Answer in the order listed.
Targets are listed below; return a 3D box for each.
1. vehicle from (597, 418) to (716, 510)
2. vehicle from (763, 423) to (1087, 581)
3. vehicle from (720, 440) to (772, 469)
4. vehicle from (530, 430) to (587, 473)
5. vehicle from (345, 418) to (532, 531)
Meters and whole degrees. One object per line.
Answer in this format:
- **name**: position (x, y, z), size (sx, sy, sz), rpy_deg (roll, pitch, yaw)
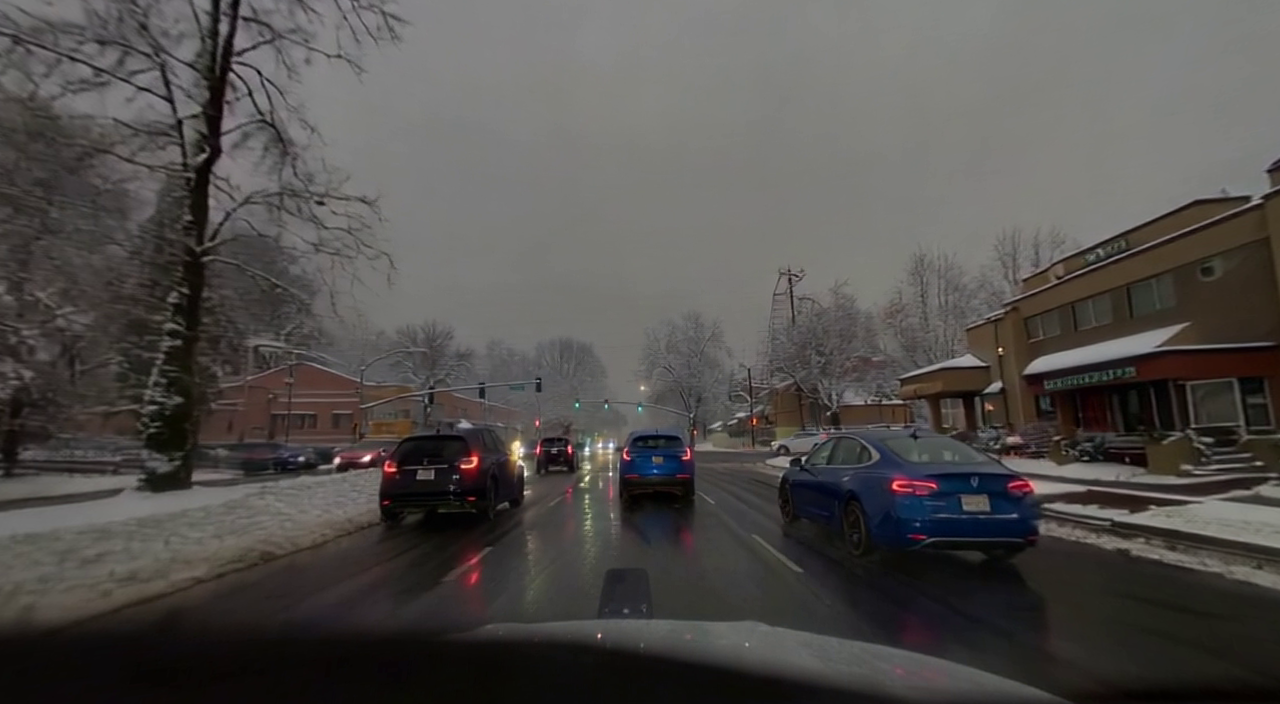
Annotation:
- **vehicle**: position (0.200, 2.479, 14.363), size (2.280, 1.747, 4.361), rpy_deg (0, -8, -3)
- **vehicle**: position (3.190, 1.775, 8.378), size (2.017, 1.491, 4.611), rpy_deg (0, -8, -2)
- **vehicle**: position (5.795, 5.686, 35.098), size (2.010, 1.486, 4.498), rpy_deg (0, -8, -1)
- **vehicle**: position (-3.602, 4.490, 28.584), size (2.014, 1.755, 4.360), rpy_deg (0, -8, 0)
- **vehicle**: position (-3.444, 2.198, 11.915), size (2.043, 1.687, 4.676), rpy_deg (0, -8, -1)
